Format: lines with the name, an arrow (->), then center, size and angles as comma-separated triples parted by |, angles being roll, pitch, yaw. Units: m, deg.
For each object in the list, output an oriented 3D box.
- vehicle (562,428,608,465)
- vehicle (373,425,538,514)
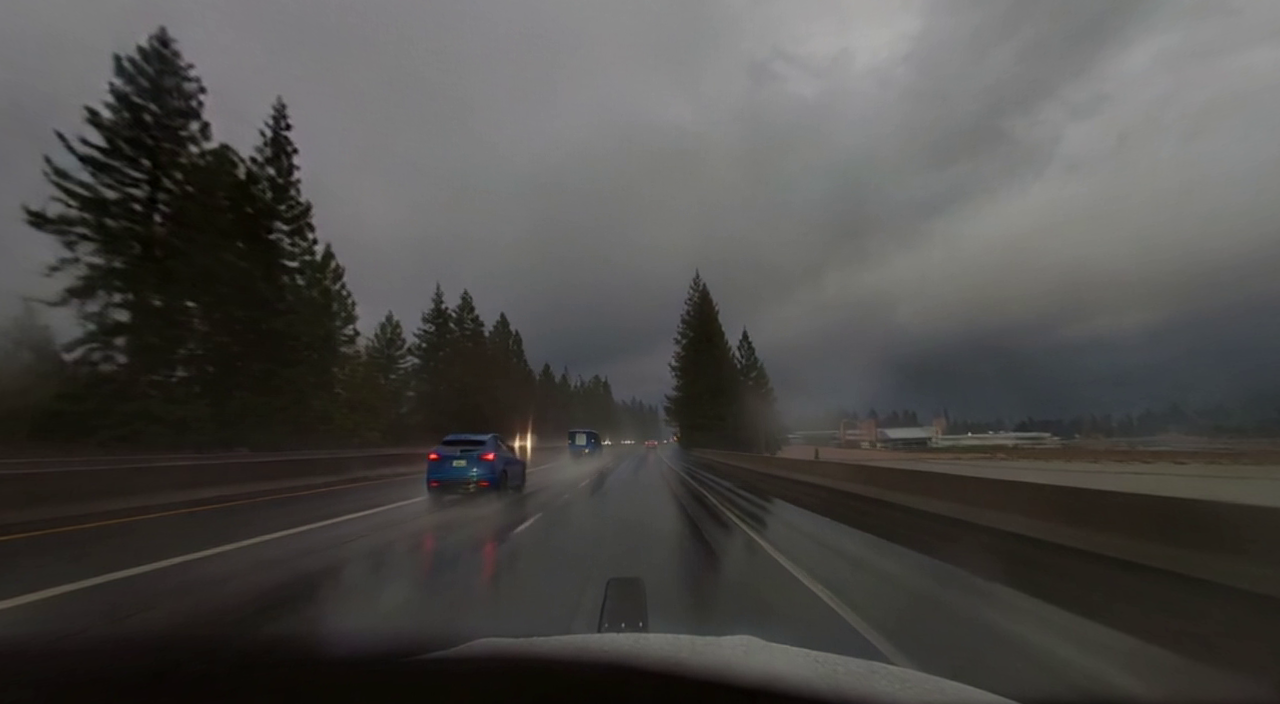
vehicle -> -3.301, 5.823, 38.593 | 2.241, 2.095, 4.985 | 0, -8, 2
vehicle -> -3.705, 2.462, 13.677 | 2.053, 1.589, 4.671 | 0, -8, 1
